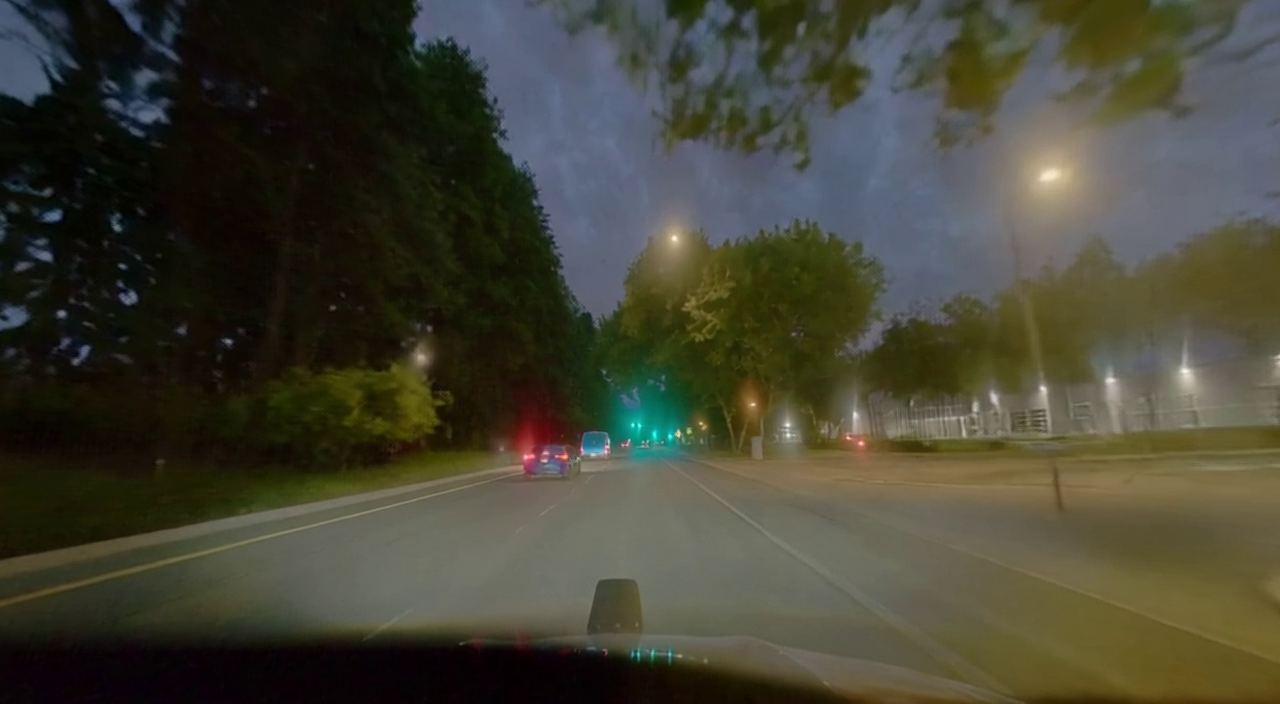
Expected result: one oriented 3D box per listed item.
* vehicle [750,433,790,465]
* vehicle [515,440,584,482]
[{"bbox_3d":[7.213,5.405,35.334,1.596,1.654,2.920,-1,-8,1],"label":"vehicle"},{"bbox_3d":[-3.352,4.127,24.193,2.009,1.473,4.028,0,-8,1],"label":"vehicle"}]
